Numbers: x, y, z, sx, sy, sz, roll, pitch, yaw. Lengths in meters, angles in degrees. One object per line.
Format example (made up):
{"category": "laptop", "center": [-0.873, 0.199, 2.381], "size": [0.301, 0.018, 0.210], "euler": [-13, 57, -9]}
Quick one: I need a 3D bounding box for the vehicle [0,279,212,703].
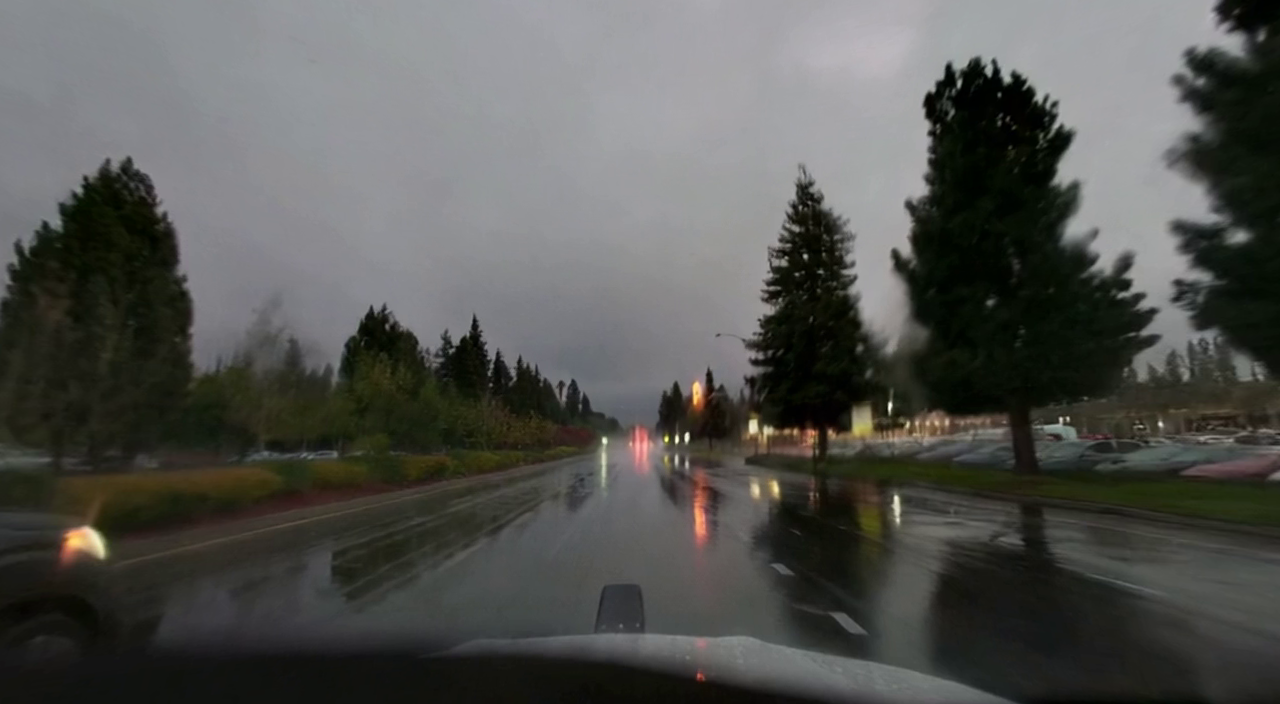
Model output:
{"category": "vehicle", "center": [-3.842, 0.511, 1.317], "size": [2.428, 1.985, 4.999], "euler": [0, -8, -1]}

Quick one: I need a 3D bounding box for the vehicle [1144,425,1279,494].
{"category": "vehicle", "center": [17.474, 2.969, 17.827], "size": [4.602, 1.722, 2.026], "euler": [-3, -8, 2]}
